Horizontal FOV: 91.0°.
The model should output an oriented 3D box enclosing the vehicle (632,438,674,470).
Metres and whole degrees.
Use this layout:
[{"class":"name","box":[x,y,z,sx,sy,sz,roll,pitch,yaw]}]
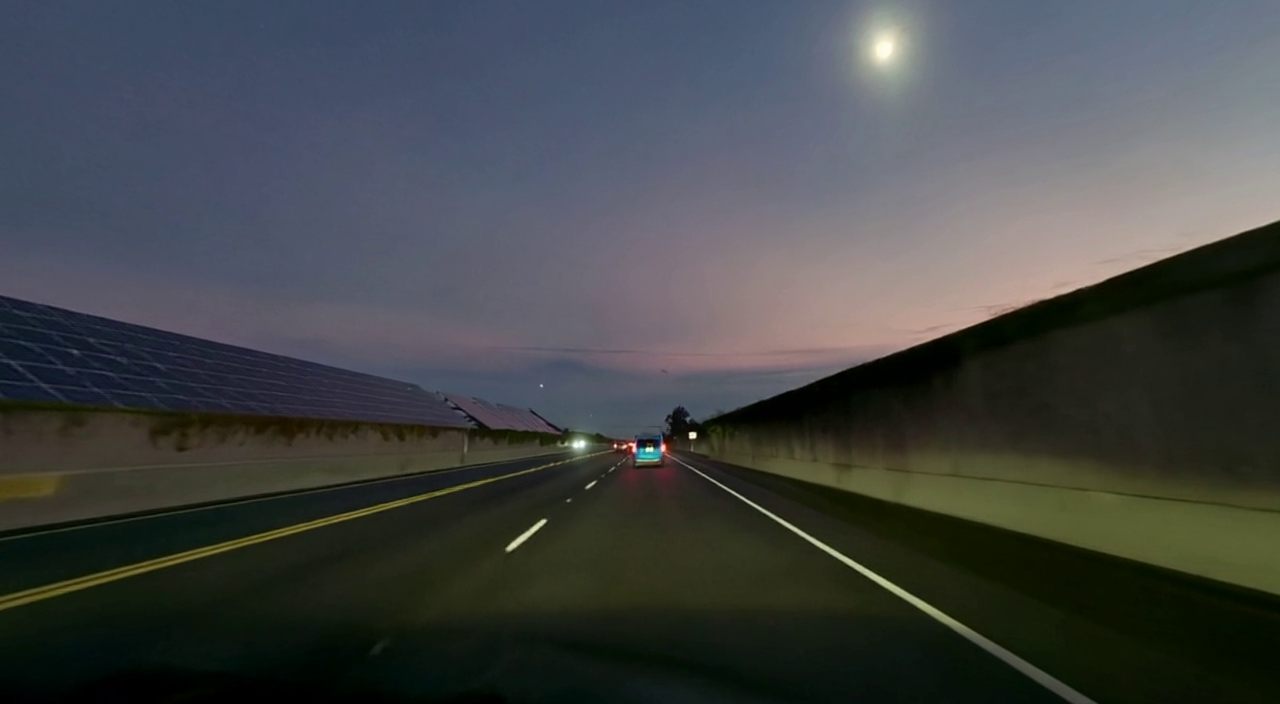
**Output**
[{"class":"vehicle","box":[0.600,5.118,31.756,1.997,1.484,3.409,0,-8,0]}]
